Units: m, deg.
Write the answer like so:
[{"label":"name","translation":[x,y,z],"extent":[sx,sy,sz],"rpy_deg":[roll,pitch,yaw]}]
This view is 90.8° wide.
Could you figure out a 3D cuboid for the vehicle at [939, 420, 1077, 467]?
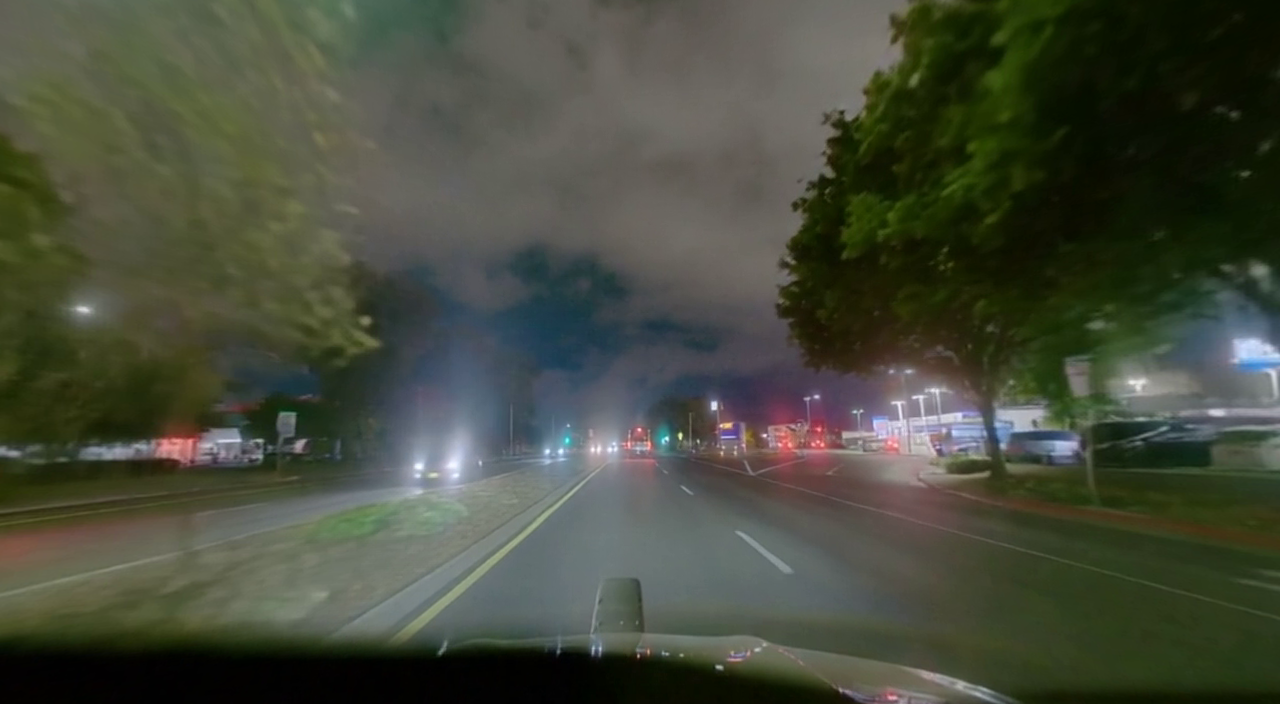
[{"label":"vehicle","translation":[25.865,6.429,44.466],"extent":[8.606,3.093,2.803],"rpy_deg":[2,-8,-13]}]

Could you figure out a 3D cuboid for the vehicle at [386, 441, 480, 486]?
[{"label":"vehicle","translation":[-7.510,4.078,23.431],"extent":[1.999,1.478,4.441],"rpy_deg":[0,-8,-1]}]

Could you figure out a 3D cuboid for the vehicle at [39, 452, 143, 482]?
[{"label":"vehicle","translation":[-36.136,7.557,41.755],"extent":[4.562,1.825,2.148],"rpy_deg":[2,-9,-14]}]
